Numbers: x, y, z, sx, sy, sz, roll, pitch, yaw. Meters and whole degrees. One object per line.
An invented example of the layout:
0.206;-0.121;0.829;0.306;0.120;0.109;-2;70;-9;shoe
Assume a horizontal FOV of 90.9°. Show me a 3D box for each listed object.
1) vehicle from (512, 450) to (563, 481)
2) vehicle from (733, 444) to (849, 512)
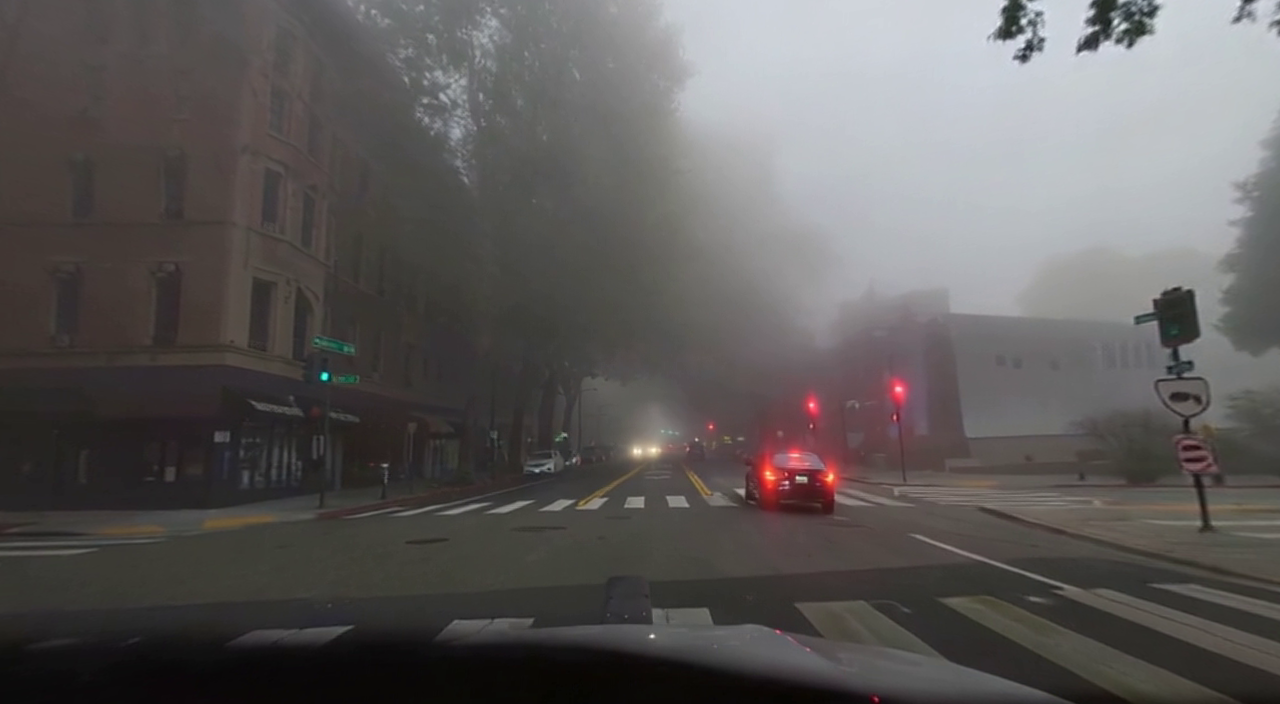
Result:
-5.733;6.390;35.699;2.127;1.533;4.547;-1;-8;0;vehicle
3.623;3.077;15.952;2.014;1.474;4.090;0;-8;1;vehicle
